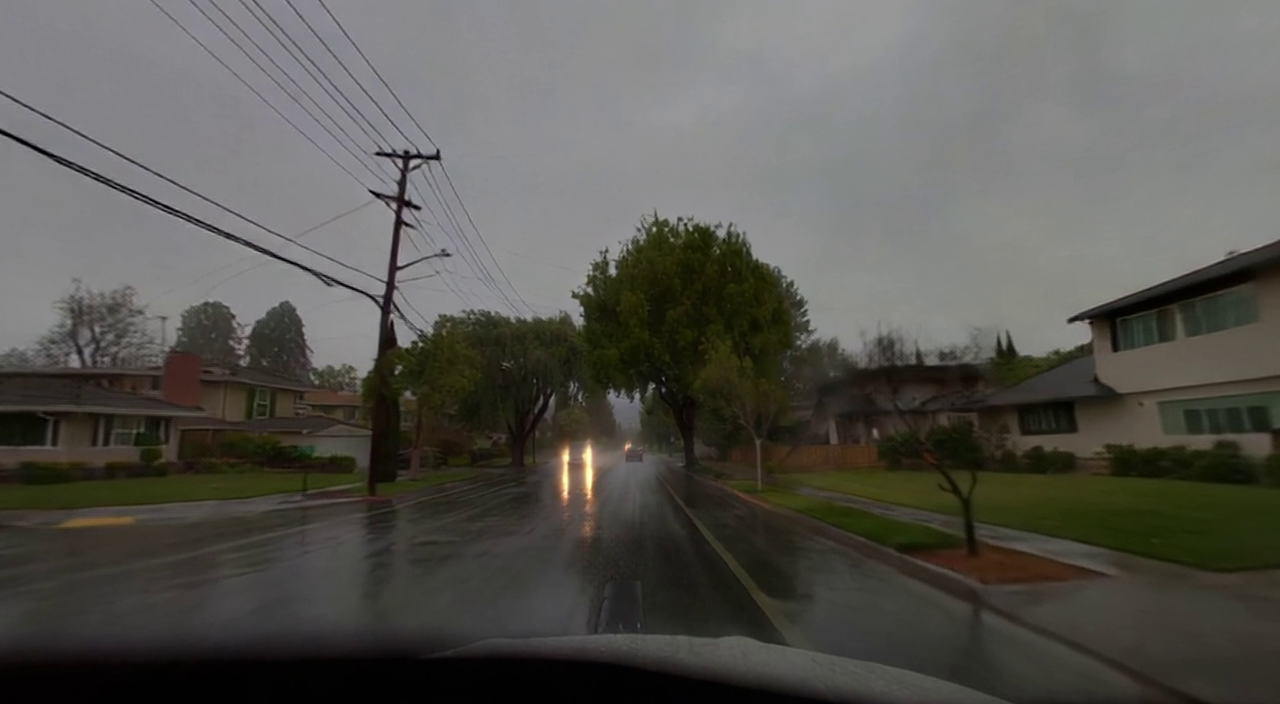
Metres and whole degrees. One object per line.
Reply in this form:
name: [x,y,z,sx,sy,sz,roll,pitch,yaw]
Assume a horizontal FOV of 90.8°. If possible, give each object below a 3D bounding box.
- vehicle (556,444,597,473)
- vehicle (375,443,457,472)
vehicle: [-4.059,6.912,41.170,2.145,1.762,4.960,0,-9,0]
vehicle: [-14.861,7.013,42.113,4.662,1.832,2.063,1,-9,-5]
